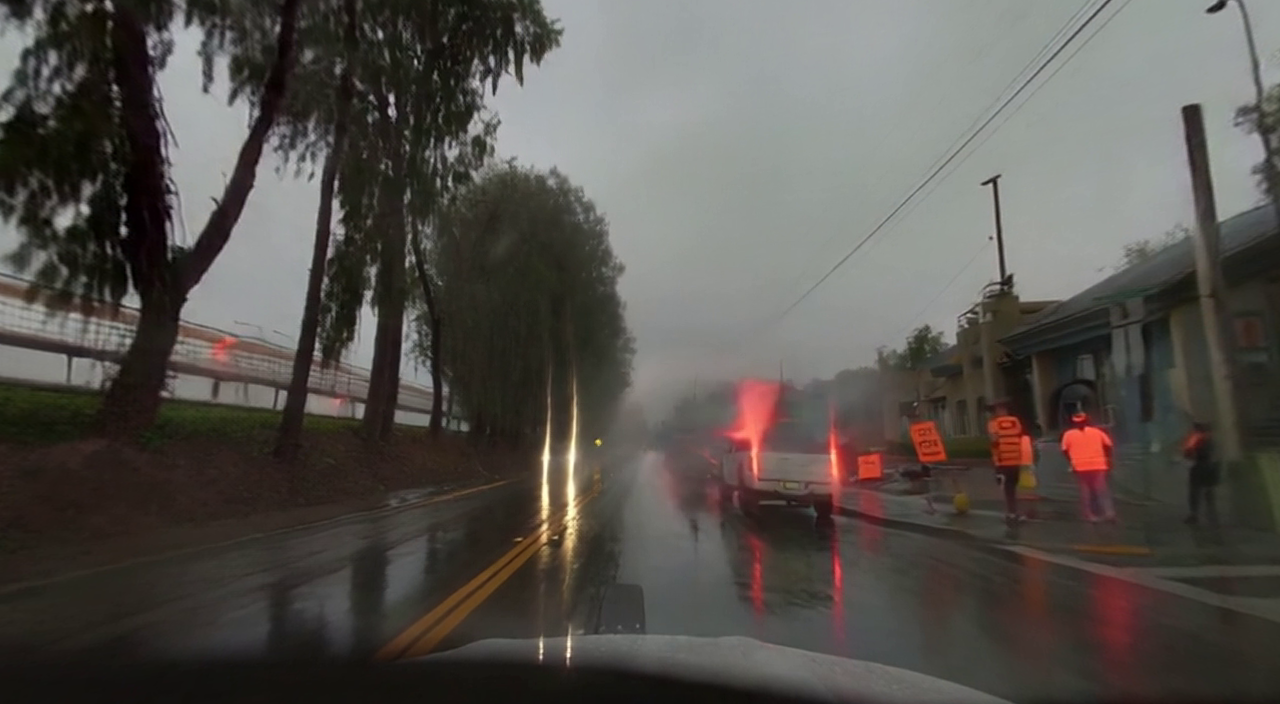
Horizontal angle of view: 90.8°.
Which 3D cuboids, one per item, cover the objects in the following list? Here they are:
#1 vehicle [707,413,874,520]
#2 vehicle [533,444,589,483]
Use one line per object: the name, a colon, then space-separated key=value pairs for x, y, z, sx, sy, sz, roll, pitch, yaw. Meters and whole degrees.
vehicle: x=3.357 y=2.786 z=15.865 sx=2.759 sy=2.114 sz=6.152 roll=0 pitch=-9 yaw=1
vehicle: x=-3.658 y=5.270 z=30.121 sx=2.078 sy=1.716 sz=4.367 roll=0 pitch=-9 yaw=1
